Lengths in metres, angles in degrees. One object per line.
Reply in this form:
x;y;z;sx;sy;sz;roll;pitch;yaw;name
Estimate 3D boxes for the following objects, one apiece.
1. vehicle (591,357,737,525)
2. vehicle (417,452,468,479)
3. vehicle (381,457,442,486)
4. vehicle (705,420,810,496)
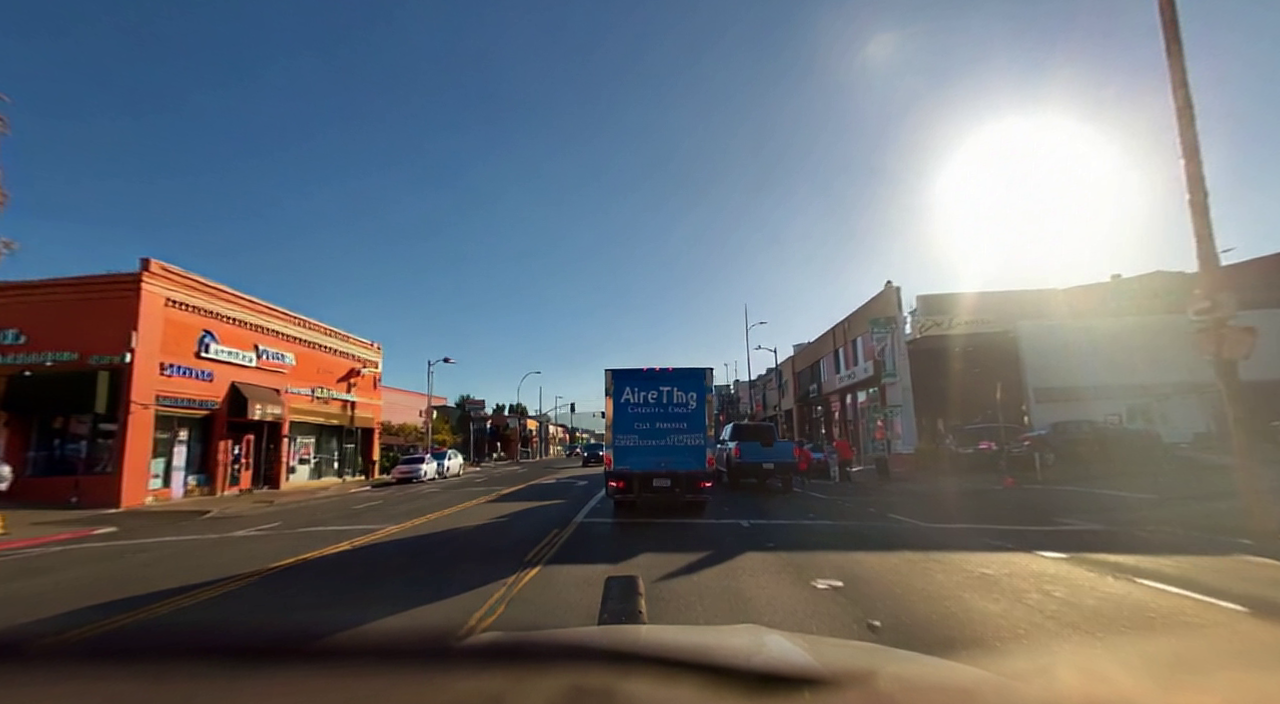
0.304;1.999;14.130;2.517;2.926;6.177;0;-9;-2;vehicle
-13.041;7.503;41.789;1.943;1.682;4.365;0;-9;0;vehicle
-13.203;6.906;36.559;1.901;1.508;4.405;0;-9;0;vehicle
3.478;3.289;19.857;2.346;2.062;5.236;0;-9;1;vehicle
